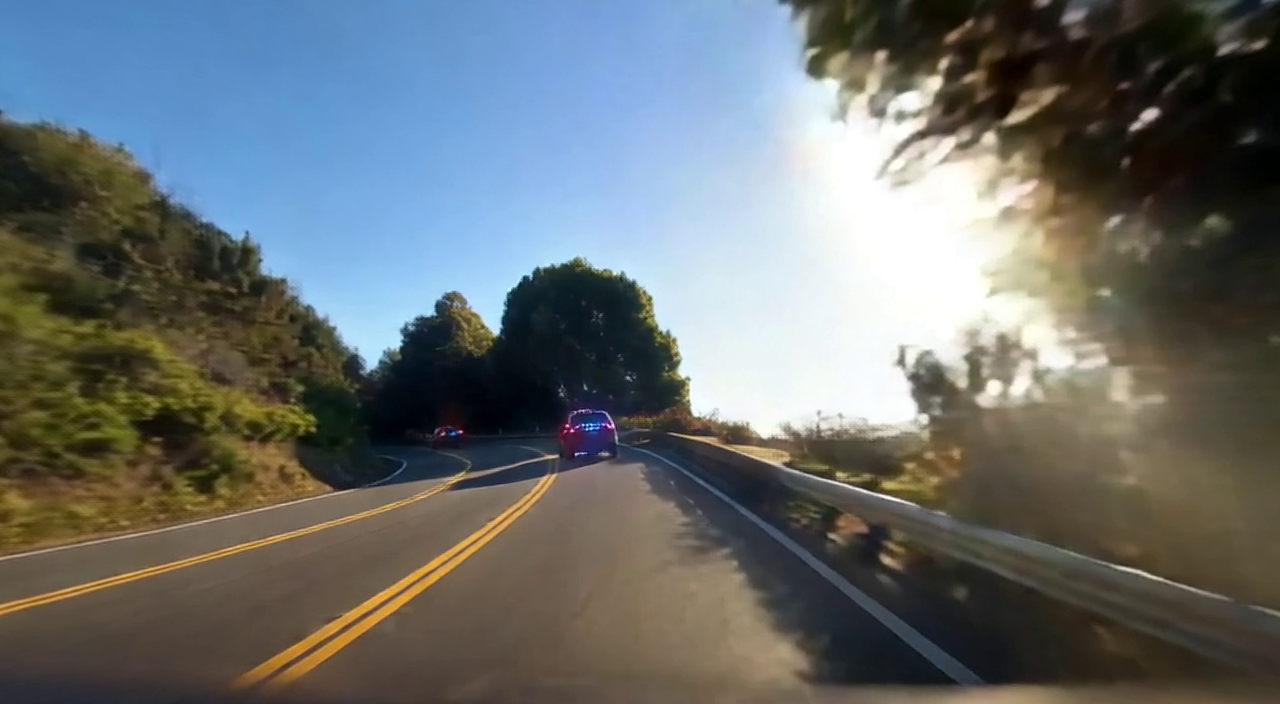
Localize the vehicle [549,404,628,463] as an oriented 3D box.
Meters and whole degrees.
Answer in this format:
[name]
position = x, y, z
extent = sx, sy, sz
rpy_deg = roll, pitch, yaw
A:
[vehicle]
position = -2.320, 3.413, 26.206
extent = 2.500, 1.961, 5.637
rpy_deg = -4, -7, -12
